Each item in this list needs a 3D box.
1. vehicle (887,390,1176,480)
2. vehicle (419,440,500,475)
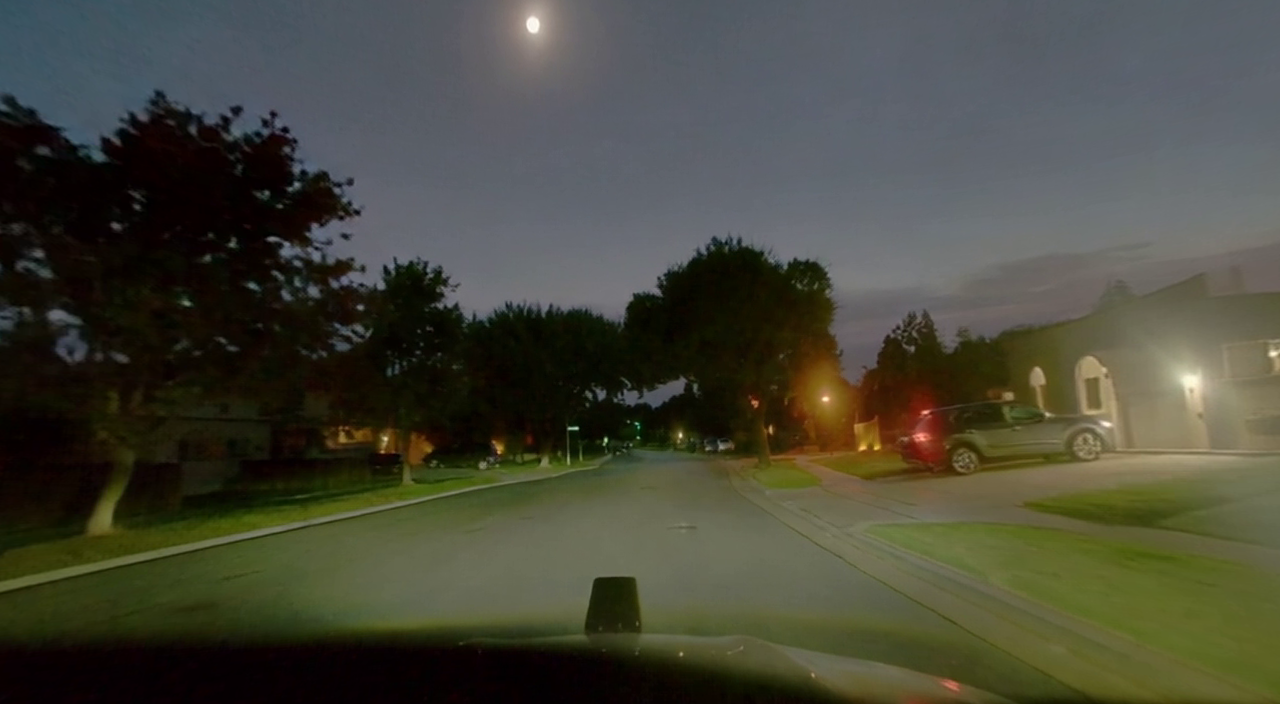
[{"bbox_3d":[10.359,2.291,17.308,6.053,2.240,2.582,-1,-8,4],"label":"vehicle"},{"bbox_3d":[-11.979,7.054,42.323,5.045,1.835,2.315,-2,-9,-13],"label":"vehicle"}]
